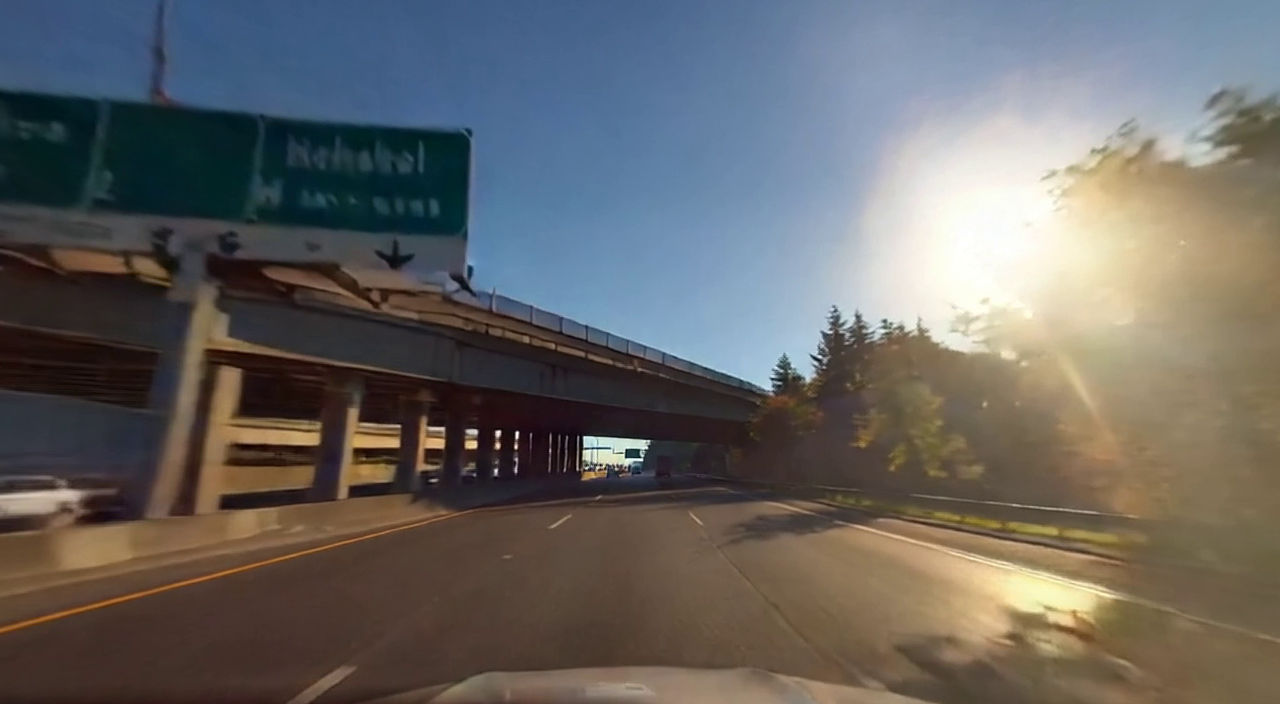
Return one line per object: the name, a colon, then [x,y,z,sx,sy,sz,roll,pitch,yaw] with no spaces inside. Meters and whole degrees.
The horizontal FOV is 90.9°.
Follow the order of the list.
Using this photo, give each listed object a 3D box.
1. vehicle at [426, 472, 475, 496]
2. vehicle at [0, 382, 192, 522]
vehicle: [-12.360,8.616,41.391,1.892,1.440,4.385,1,-10,0]
vehicle: [-20.482,3.070,19.375,2.856,4.088,14.105,1,-10,1]
